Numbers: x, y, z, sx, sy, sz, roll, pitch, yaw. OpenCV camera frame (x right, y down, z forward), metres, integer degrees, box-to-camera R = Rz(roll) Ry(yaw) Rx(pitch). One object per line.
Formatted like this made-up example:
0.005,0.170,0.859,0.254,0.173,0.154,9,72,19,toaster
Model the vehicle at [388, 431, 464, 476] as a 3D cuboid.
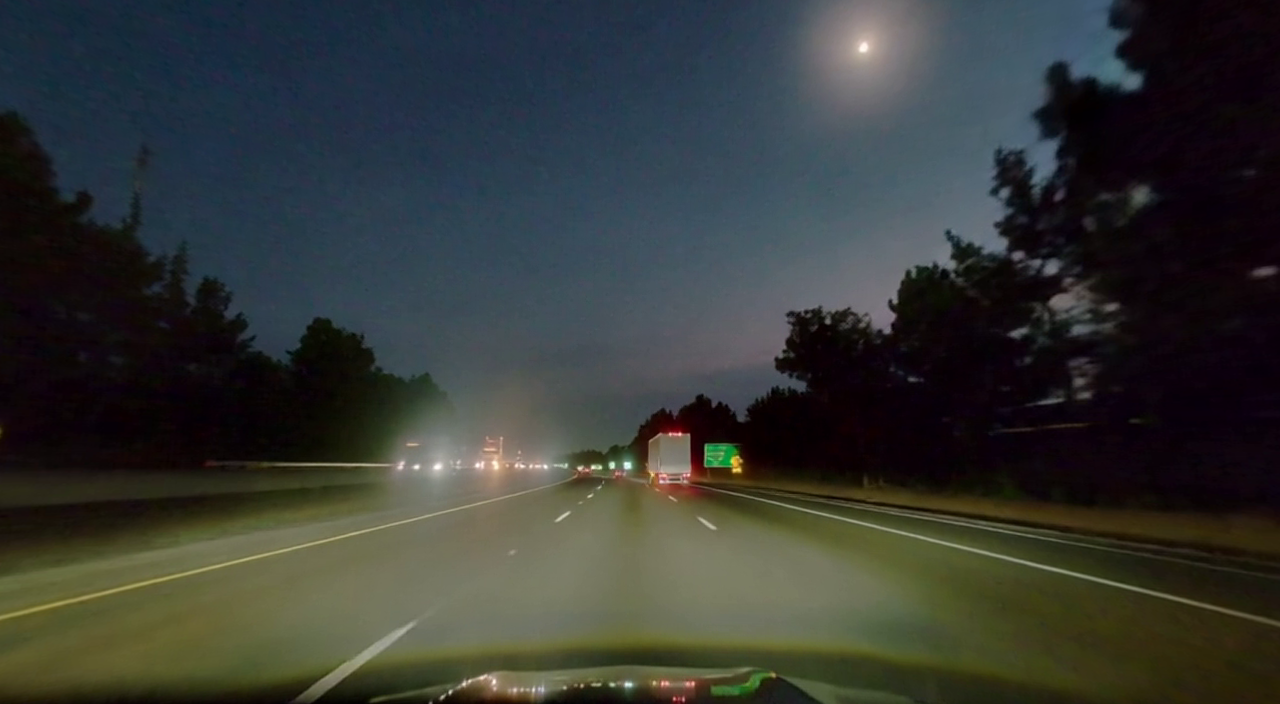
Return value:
-12.345,6.044,36.919,2.336,2.353,6.170,1,-11,-1,vehicle
